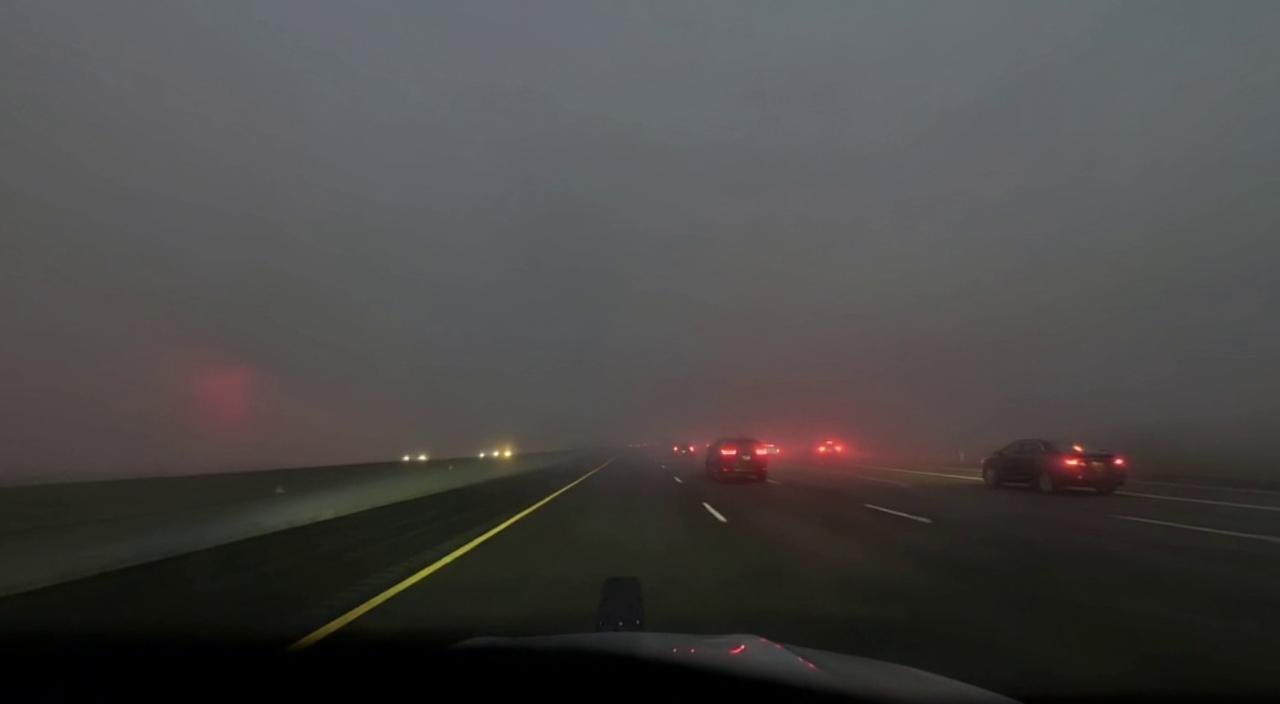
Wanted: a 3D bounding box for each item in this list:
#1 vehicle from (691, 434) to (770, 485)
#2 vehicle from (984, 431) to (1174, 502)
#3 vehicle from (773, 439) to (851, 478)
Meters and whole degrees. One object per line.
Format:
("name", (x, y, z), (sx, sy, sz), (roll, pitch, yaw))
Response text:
("vehicle", (3.076, 3.776, 22.452), (1.977, 1.601, 4.598), (0, -9, -2))
("vehicle", (10.902, 2.849, 16.147), (1.844, 1.560, 4.085), (0, -9, -1))
("vehicle", (7.027, 4.400, 26.341), (1.952, 1.442, 4.259), (0, -9, -2))
